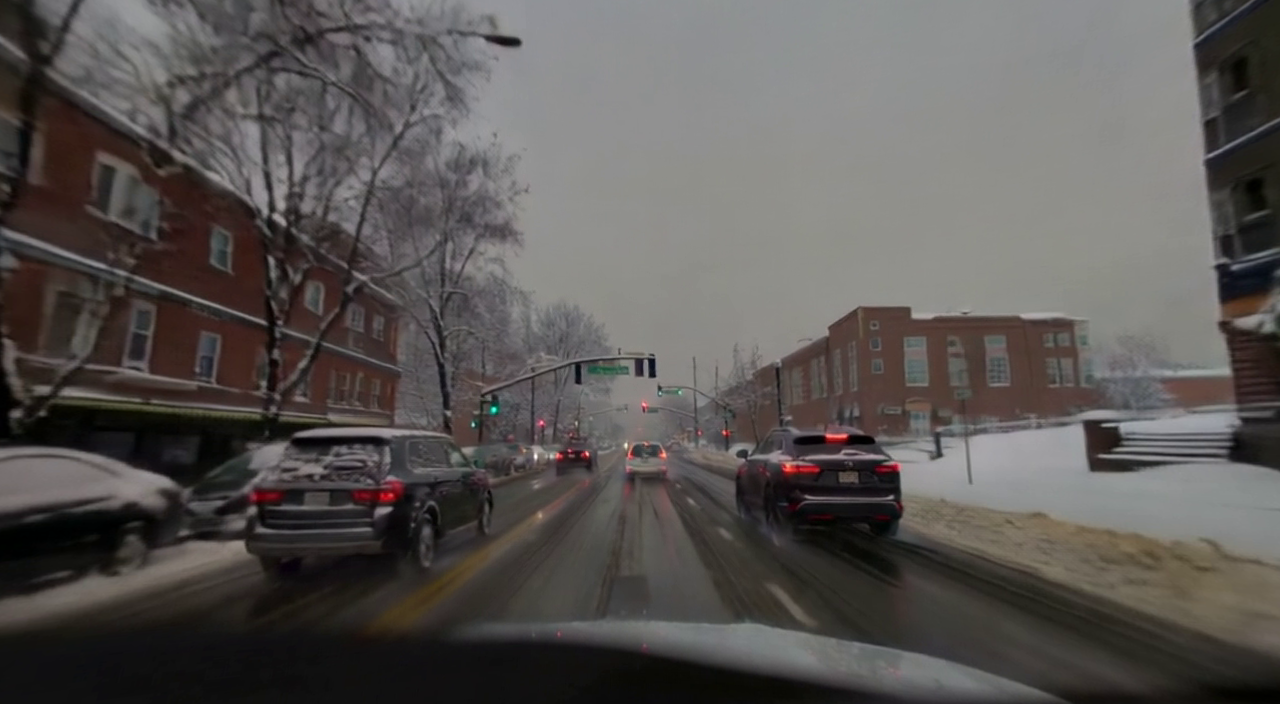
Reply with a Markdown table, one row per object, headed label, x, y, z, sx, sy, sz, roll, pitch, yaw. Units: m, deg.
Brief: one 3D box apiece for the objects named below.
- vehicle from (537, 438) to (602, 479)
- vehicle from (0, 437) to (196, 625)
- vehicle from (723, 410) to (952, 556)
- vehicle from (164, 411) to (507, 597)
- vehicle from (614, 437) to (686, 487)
| label | x | y | z | sx | sy | sz | roll | pitch | yaw |
| --- | --- | --- | --- | --- | --- | --- | --- | --- | --- |
| vehicle | -2.768 | 4.312 | 25.751 | 2.019 | 1.507 | 4.643 | 0 | -9 | 1 |
| vehicle | -5.934 | 1.396 | 4.895 | 1.797 | 1.462 | 4.218 | 0 | -9 | 2 |
| vehicle | 2.618 | 1.884 | 9.694 | 2.094 | 1.709 | 4.394 | 0 | -9 | 0 |
| vehicle | -3.104 | 1.642 | 7.595 | 2.085 | 1.619 | 3.976 | 0 | -9 | 1 |
| vehicle | 0.286 | 3.615 | 20.977 | 2.139 | 1.466 | 4.373 | 0 | -9 | 0 |
